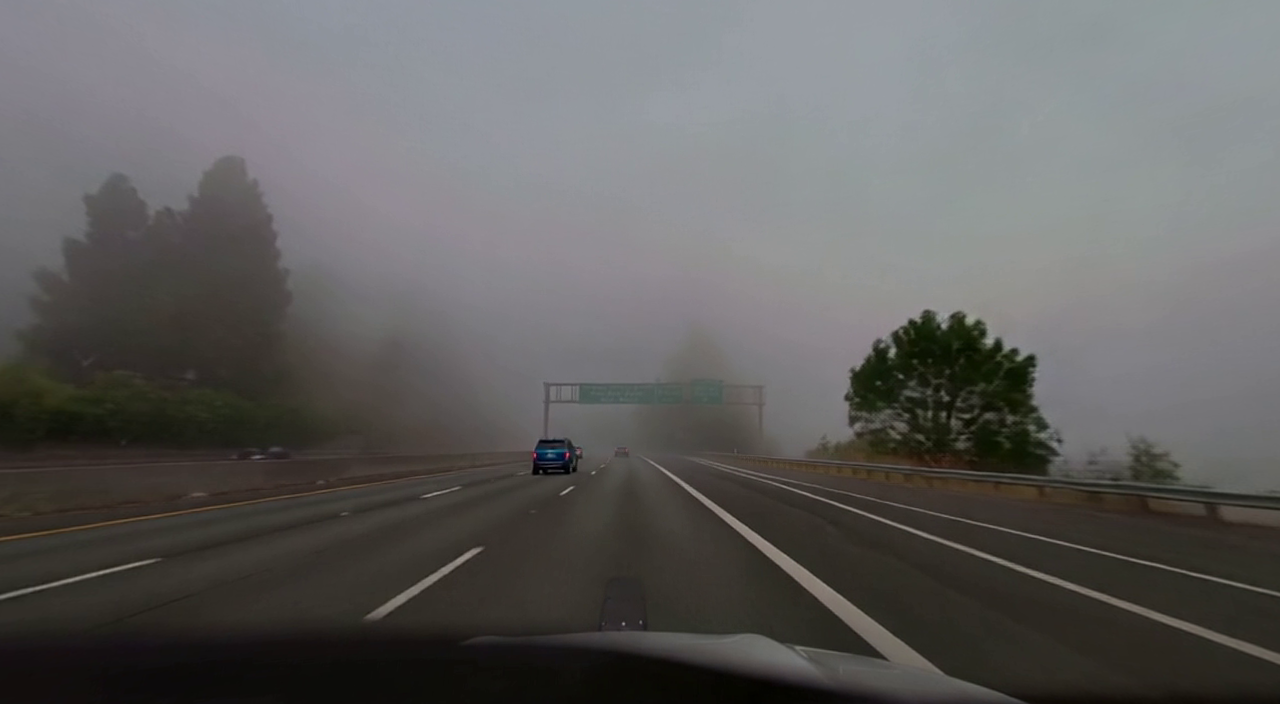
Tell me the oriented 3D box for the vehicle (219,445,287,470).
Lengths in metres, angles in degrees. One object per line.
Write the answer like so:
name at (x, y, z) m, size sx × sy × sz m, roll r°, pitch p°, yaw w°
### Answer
vehicle at (-25.656, 6.979, 42.021) m, size 1.868 × 1.559 × 4.368 m, roll 0°, pitch -8°, yaw -2°

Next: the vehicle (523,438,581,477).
vehicle at (-4.104, 5.006, 30.224) m, size 2.162 × 1.724 × 4.537 m, roll 0°, pitch -8°, yaw -1°
